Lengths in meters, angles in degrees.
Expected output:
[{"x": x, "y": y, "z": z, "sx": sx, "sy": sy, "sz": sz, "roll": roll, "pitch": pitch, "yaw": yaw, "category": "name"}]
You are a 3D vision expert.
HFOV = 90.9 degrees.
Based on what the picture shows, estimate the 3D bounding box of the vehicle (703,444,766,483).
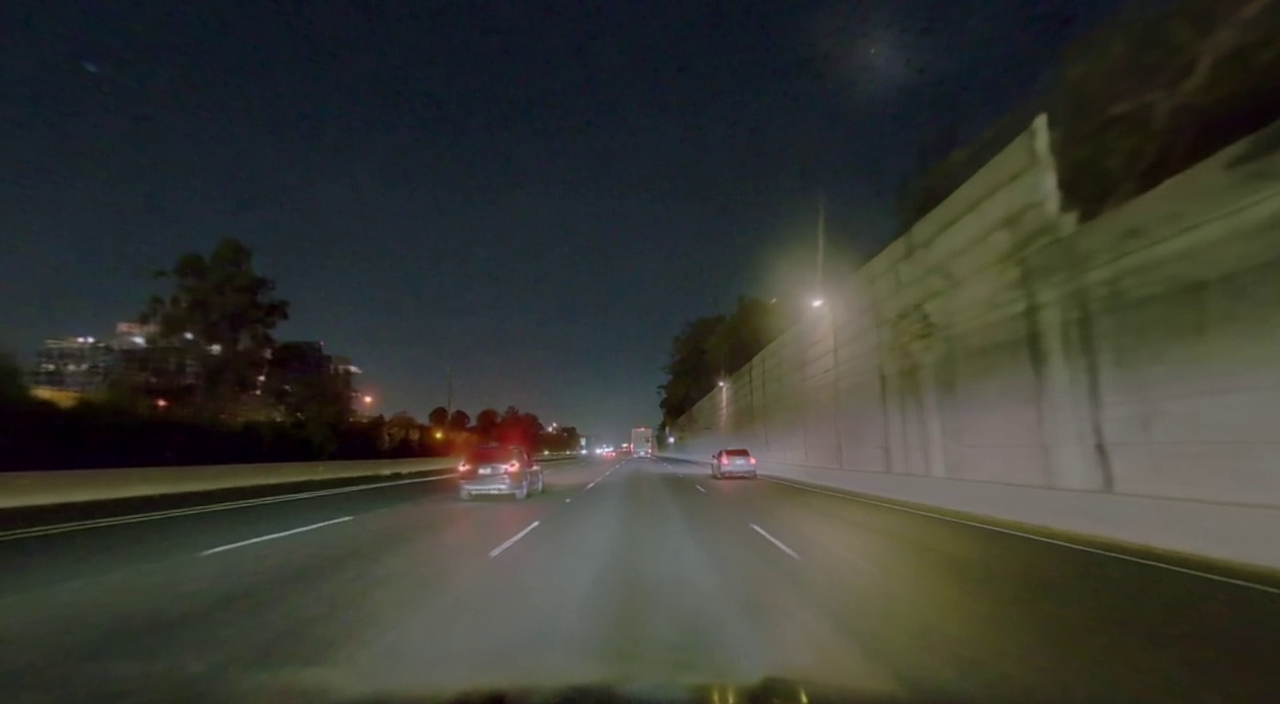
[{"x": 3.993, "y": 4.800, "z": 27.353, "sx": 1.973, "sy": 1.536, "sz": 4.337, "roll": 0, "pitch": -9, "yaw": -1, "category": "vehicle"}]

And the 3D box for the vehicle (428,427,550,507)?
[{"x": -3.776, "y": 2.972, "z": 16.652, "sx": 2.014, "sy": 1.811, "sz": 4.369, "roll": 0, "pitch": -9, "yaw": 2, "category": "vehicle"}]
